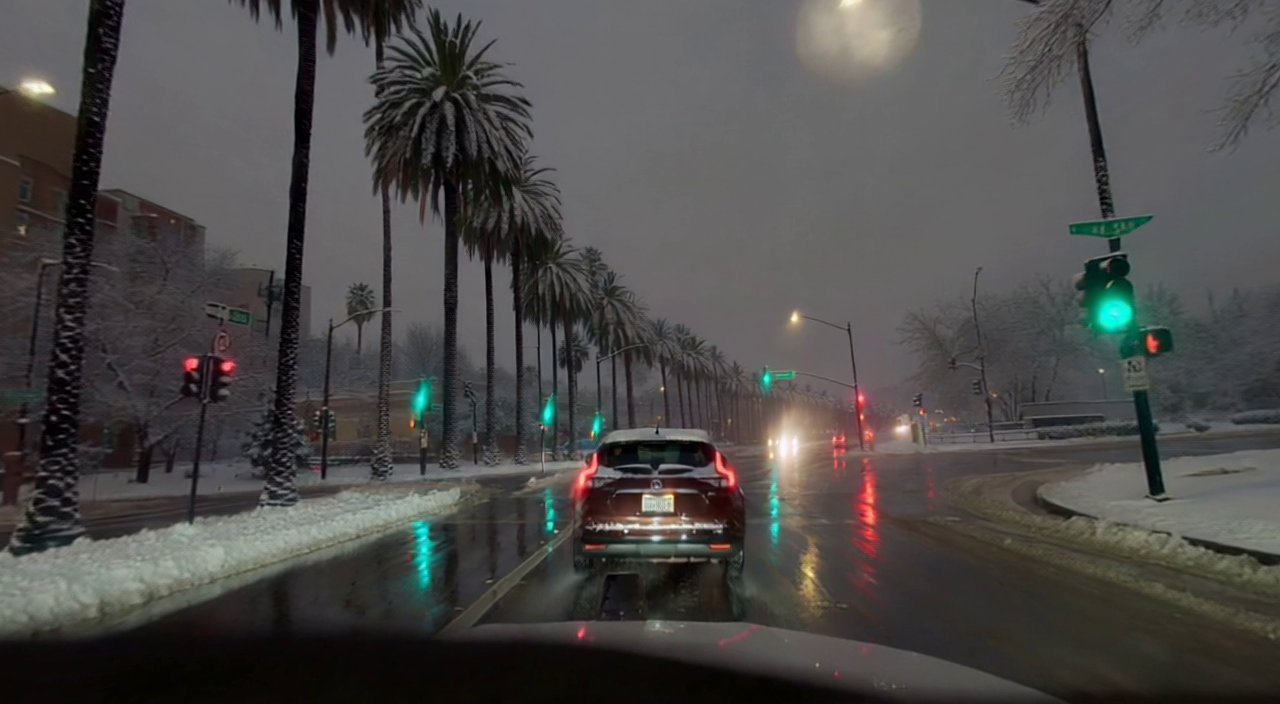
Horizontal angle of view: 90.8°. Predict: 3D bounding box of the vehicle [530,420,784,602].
[{"bbox_3d":[0.160,1.631,7.338,2.096,1.492,4.071,0,-9,1],"label":"vehicle"}]
